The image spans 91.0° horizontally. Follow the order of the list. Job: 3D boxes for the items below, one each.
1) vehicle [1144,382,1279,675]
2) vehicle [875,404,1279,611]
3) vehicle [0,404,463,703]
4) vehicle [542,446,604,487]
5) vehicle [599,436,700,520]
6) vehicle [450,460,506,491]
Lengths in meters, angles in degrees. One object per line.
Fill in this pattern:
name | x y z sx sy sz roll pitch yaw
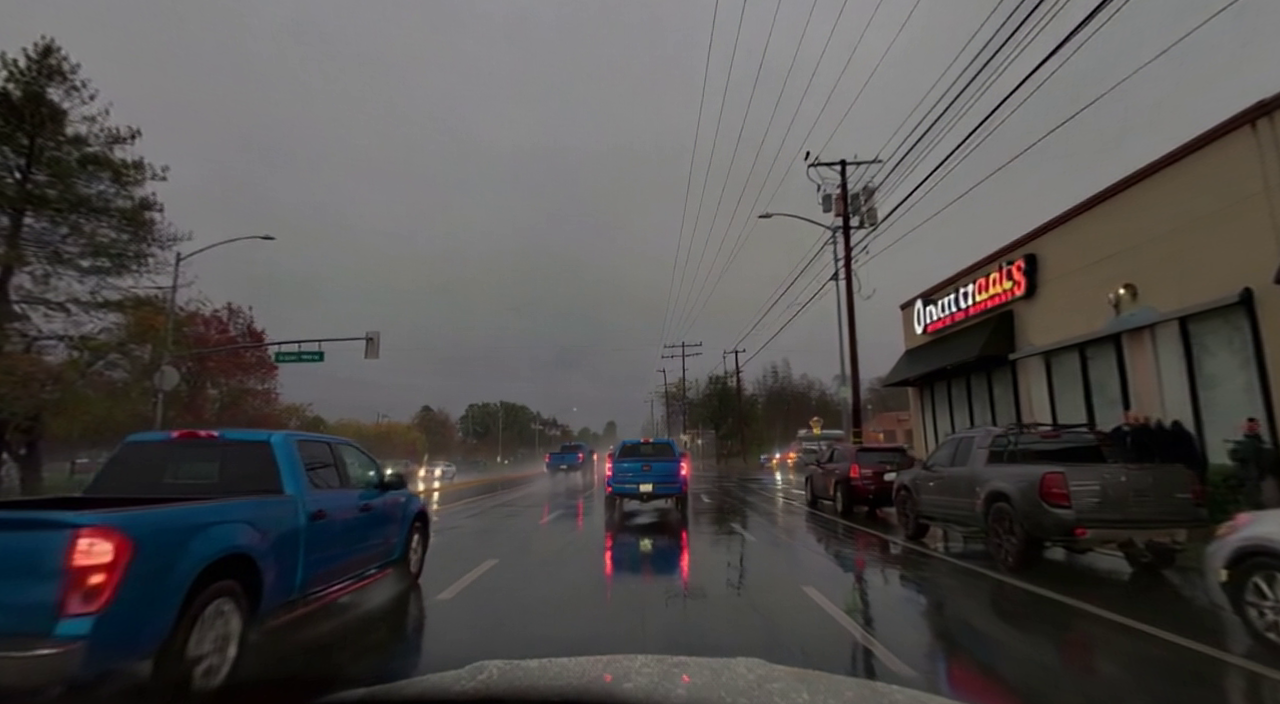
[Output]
vehicle | 4.884 0.875 2.490 2.014 1.755 4.520 0 -9 0
vehicle | 4.921 1.733 8.016 2.007 1.786 4.870 0 -9 0
vehicle | -3.145 1.342 4.935 1.995 1.554 4.618 0 -9 2
vehicle | -3.135 5.530 30.811 2.140 1.768 5.092 0 -9 4
vehicle | 0.374 2.957 15.433 2.089 1.699 4.650 0 -9 4
vehicle | -9.172 6.988 35.967 1.918 1.522 4.486 0 -9 1
